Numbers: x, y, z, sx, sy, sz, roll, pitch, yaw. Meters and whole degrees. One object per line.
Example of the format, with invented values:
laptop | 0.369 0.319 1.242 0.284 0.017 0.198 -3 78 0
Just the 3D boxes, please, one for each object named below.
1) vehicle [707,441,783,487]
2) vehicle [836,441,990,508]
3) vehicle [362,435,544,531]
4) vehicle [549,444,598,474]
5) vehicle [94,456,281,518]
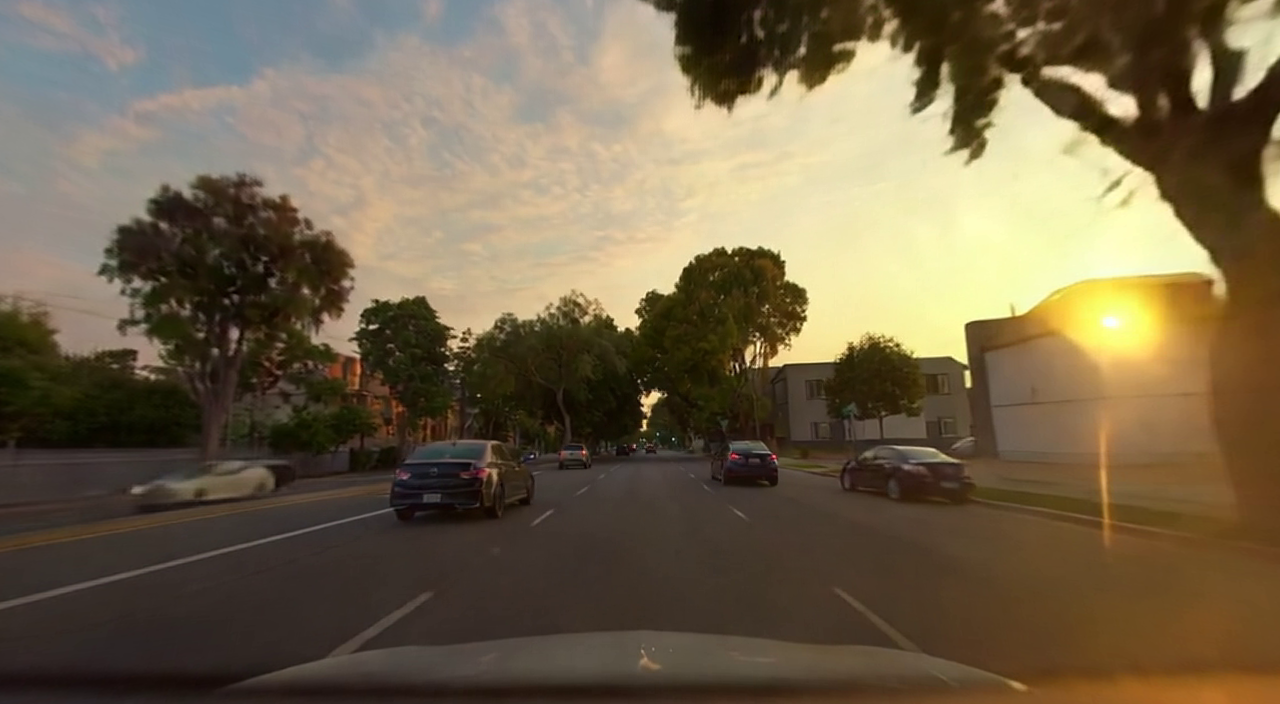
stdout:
vehicle | 3.675 3.992 22.865 2.010 1.486 4.498 0 -9 0
vehicle | 6.558 2.963 15.745 1.912 1.433 4.265 0 -9 0
vehicle | -3.272 2.395 12.114 2.053 1.480 4.381 0 -9 2
vehicle | -3.476 5.675 33.734 1.988 1.497 4.404 0 -9 2
vehicle | -12.657 3.760 18.096 1.929 1.482 4.518 0 -9 2
